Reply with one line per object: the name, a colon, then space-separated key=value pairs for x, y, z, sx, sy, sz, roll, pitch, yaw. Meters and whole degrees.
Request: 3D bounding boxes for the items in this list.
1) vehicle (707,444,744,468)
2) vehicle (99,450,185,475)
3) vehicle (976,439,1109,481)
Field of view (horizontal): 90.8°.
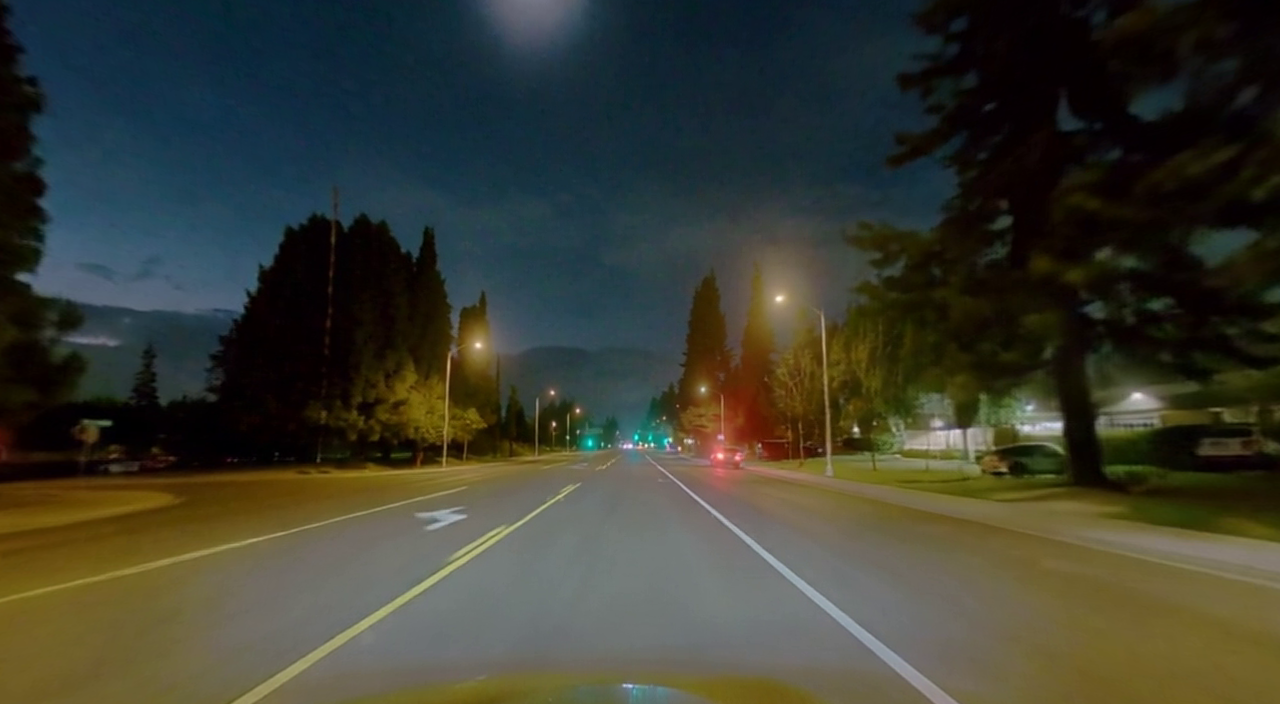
vehicle: x=6.483 y=7.917 z=48.185 sx=2.043 sy=1.747 sz=4.680 roll=0 pitch=-9 yaw=-2
vehicle: x=-32.085 y=7.116 z=40.864 sx=1.866 sy=1.469 sz=4.473 roll=0 pitch=-9 yaw=0
vehicle: x=15.120 y=4.072 z=23.896 sx=3.709 sy=1.509 sz=1.873 roll=0 pitch=-9 yaw=0
